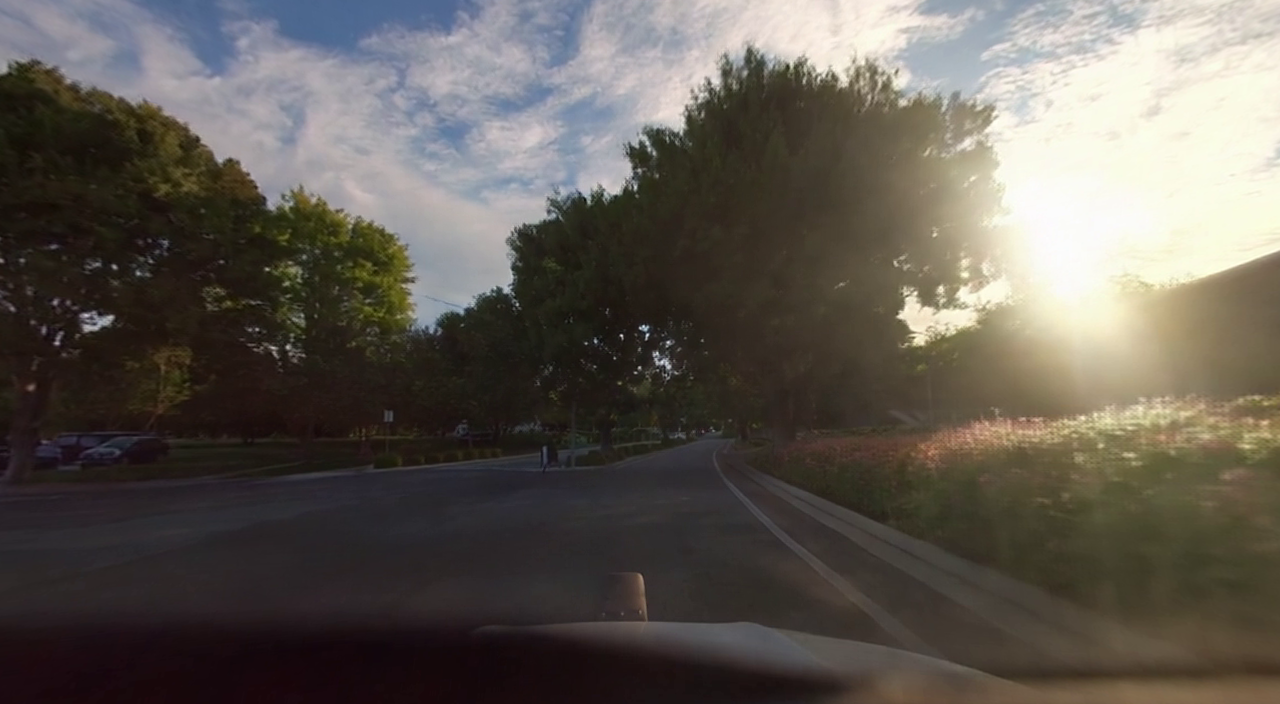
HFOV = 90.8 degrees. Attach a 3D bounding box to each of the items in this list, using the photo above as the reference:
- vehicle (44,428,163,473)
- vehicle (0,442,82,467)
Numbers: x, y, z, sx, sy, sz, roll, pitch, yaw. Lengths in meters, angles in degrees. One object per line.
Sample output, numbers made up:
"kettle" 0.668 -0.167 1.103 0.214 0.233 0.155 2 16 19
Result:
"vehicle" -28.285 5.188 33.376 4.733 1.892 1.939 -4 -4 2
"vehicle" -39.628 6.724 41.510 4.258 1.584 1.843 -1 -9 5
